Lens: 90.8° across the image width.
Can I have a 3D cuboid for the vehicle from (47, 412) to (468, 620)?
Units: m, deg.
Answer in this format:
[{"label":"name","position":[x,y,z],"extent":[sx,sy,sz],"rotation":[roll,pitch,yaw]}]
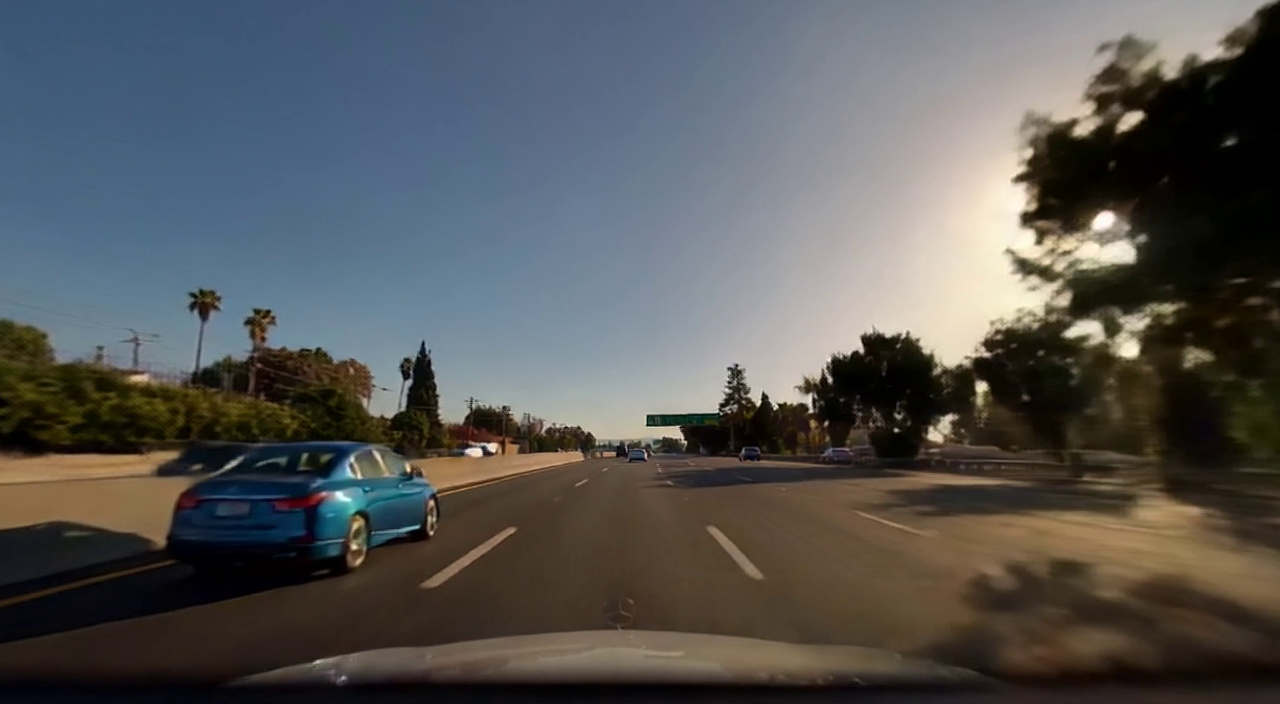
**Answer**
[{"label":"vehicle","position":[-3.647,1.640,7.356],"extent":[1.996,1.617,4.637],"rotation":[0,-9,0]}]
